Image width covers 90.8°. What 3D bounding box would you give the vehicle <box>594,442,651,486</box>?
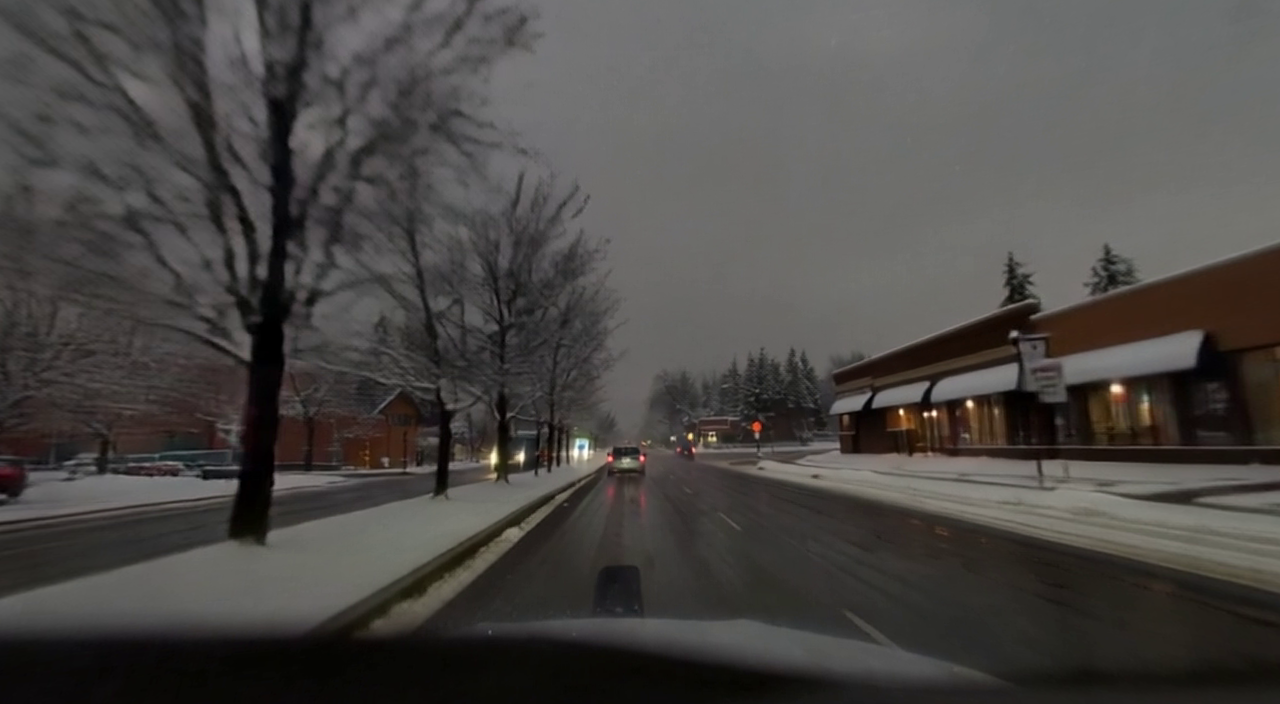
[{"bbox_3d":[-0.640,4.211,23.964,2.006,1.487,3.535,0,-9,-1],"label":"vehicle"}]

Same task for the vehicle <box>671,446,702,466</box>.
[{"bbox_3d":[3.471,7.861,47.843,1.910,1.474,4.003,0,-9,-2],"label":"vehicle"}]
